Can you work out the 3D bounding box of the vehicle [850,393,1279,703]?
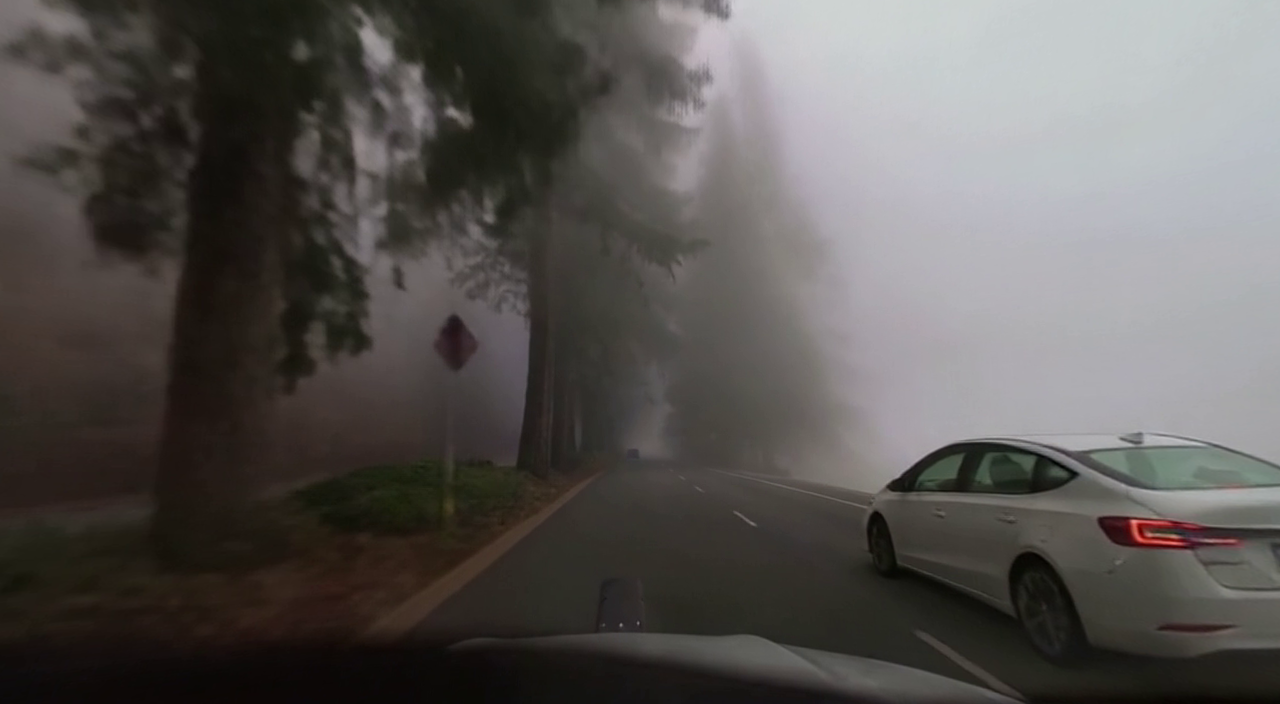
[{"bbox_3d":[3.577,1.326,5.275,2.060,1.584,4.592,0,-9,0],"label":"vehicle"}]
